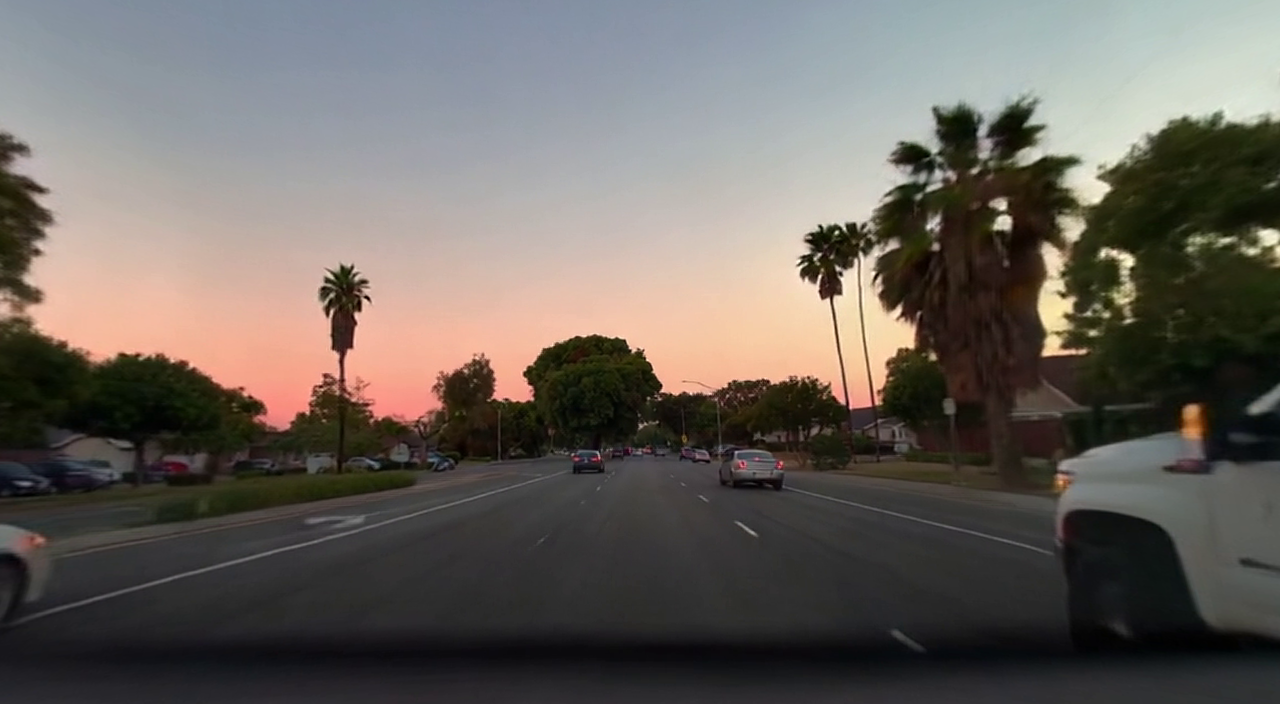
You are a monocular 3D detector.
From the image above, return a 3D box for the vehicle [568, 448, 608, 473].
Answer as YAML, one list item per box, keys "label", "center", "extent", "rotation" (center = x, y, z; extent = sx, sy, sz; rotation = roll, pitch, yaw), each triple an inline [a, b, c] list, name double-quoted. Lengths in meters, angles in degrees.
- label: "vehicle"
  center: [-3.328, 7.073, 41.450]
  extent: [2.263, 1.548, 4.555]
  rotation: [0, -9, 0]

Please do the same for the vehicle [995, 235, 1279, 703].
- label: "vehicle"
  center: [3.470, 0.435, 0.992]
  extent: [2.478, 2.030, 5.723]
  rotation: [0, -9, 0]

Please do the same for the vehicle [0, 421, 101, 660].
- label: "vehicle"
  center: [-4.998, 0.981, 2.544]
  extent: [2.094, 1.509, 4.286]
  rotation: [1, -9, -5]

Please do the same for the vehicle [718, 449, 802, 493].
- label: "vehicle"
  center: [4.282, 4.321, 23.436]
  extent: [2.149, 1.421, 4.805]
  rotation: [0, -9, 0]
